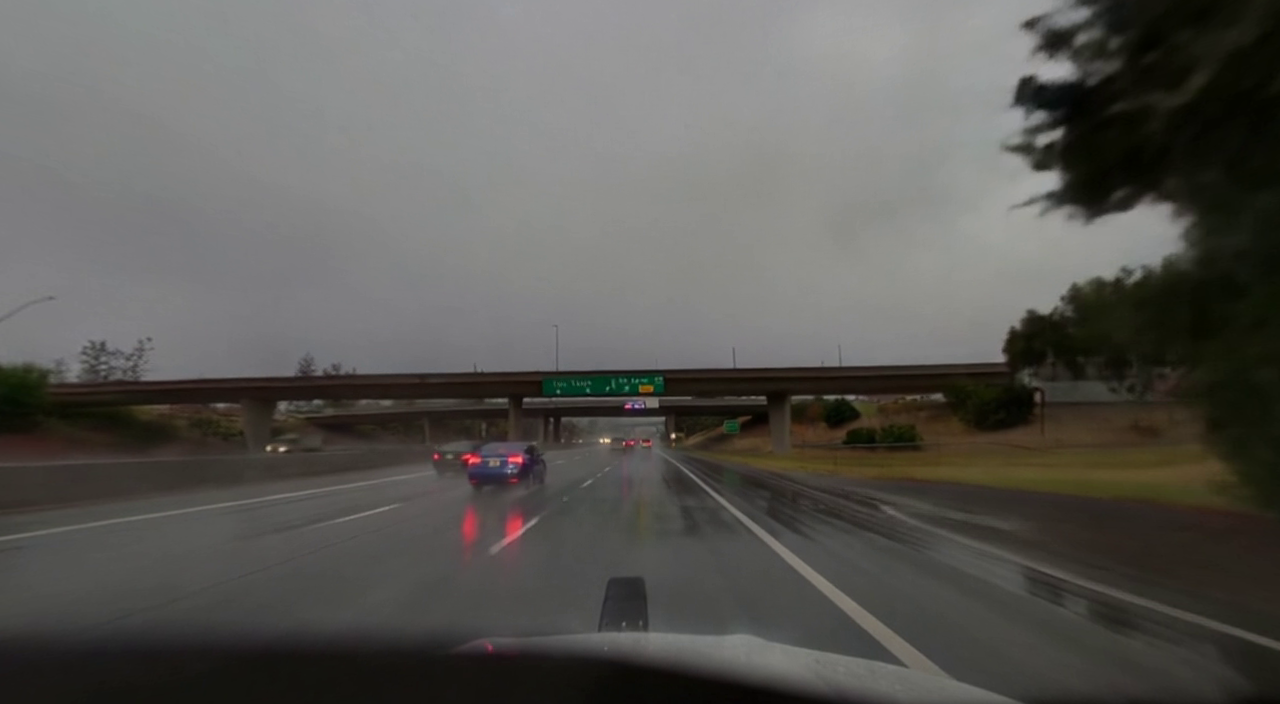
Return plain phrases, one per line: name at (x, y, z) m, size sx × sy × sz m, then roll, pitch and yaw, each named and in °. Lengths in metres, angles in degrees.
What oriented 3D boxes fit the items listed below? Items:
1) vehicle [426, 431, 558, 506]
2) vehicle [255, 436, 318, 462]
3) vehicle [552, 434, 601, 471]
vehicle at (-3.548, 2.903, 16.169) m, size 2.210 × 1.628 × 4.586 m, roll 0°, pitch -8°, yaw 1°
vehicle at (-24.652, 6.781, 44.191) m, size 1.839 × 1.700 × 4.364 m, roll 0°, pitch -8°, yaw 0°
vehicle at (-3.299, 5.315, 33.600) m, size 2.080 × 1.811 × 4.644 m, roll 0°, pitch -8°, yaw 1°
